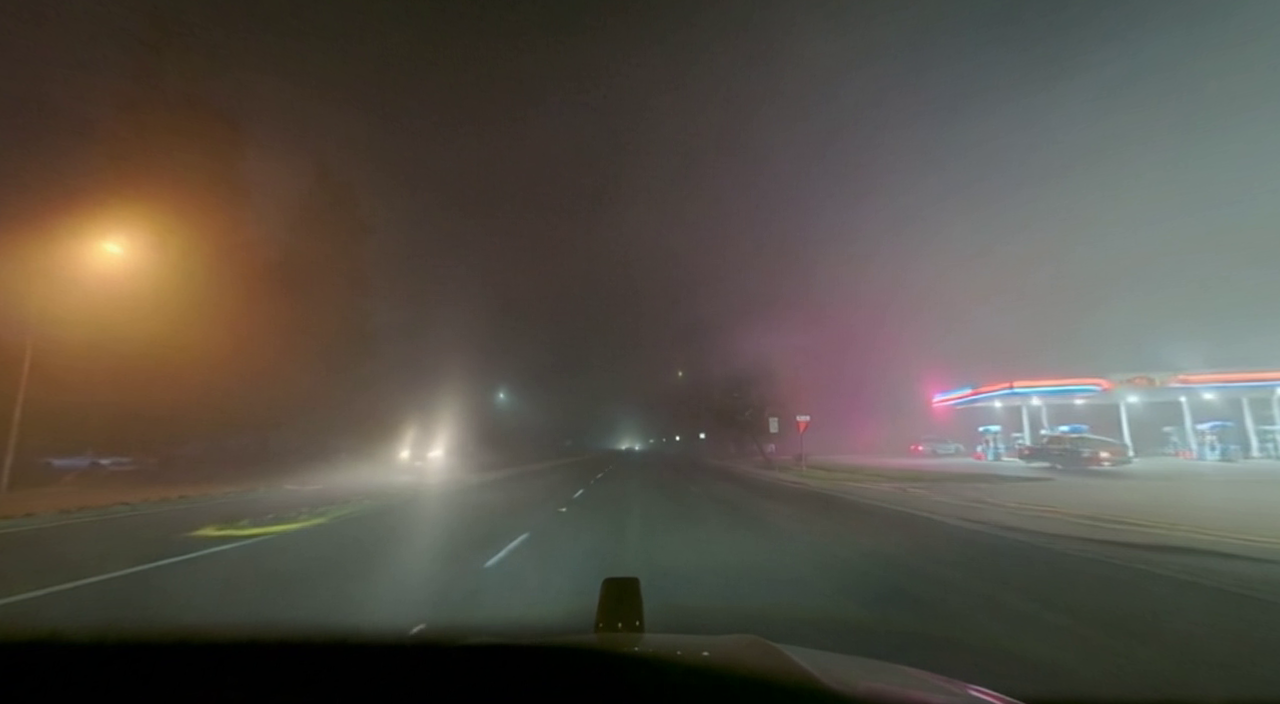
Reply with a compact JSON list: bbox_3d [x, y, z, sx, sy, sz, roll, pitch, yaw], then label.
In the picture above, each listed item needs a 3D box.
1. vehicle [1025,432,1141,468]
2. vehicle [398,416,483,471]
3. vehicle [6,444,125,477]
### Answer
[{"bbox_3d":[19.316,4.293,27.825,1.994,1.452,4.227,0,-8,0],"label":"vehicle"},{"bbox_3d":[-12.195,5.684,39.282,2.931,3.122,6.555,0,-8,1],"label":"vehicle"},{"bbox_3d":[-30.926,5.812,34.106,4.290,1.701,2.002,0,-8,-4],"label":"vehicle"}]
